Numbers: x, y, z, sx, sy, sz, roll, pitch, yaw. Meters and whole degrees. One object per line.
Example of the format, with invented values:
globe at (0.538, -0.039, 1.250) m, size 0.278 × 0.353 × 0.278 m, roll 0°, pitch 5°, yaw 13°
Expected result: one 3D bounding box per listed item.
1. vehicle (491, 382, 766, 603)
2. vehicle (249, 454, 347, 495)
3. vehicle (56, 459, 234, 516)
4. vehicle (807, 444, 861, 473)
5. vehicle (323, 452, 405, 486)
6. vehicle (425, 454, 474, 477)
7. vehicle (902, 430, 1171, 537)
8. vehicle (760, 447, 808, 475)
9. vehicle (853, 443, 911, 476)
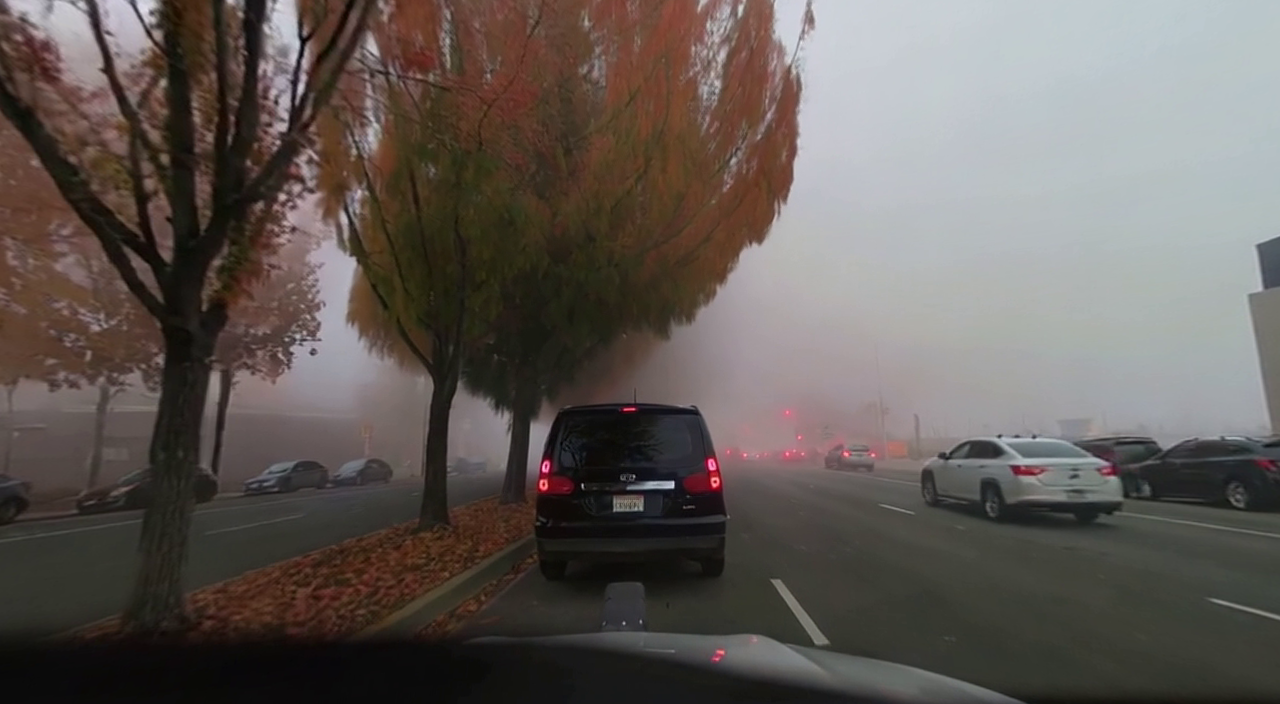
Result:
vehicle at (0.011, 1.535, 7.808) m, size 2.344 × 1.863 × 4.665 m, roll 0°, pitch -8°, yaw 3°
vehicle at (-14.884, 5.325, 27.734) m, size 1.947 × 1.558 × 4.065 m, roll 0°, pitch -8°, yaw 1°
vehicle at (-15.119, 4.117, 19.672) m, size 1.877 × 1.445 × 4.436 m, roll 0°, pitch -8°, yaw 2°
vehicle at (12.201, 6.711, 39.935) m, size 2.040 × 1.738 × 4.414 m, roll 0°, pitch -8°, yaw 1°
vehicle at (-14.435, 6.122, 33.357) m, size 1.921 × 1.621 × 4.930 m, roll 0°, pitch -8°, yaw 2°
vehicle at (-13.758, 8.225, 45.901) m, size 1.995 × 1.466 × 4.580 m, roll 0°, pitch -8°, yaw 2°
vehicle at (6.788, 2.273, 11.663) m, size 1.928 × 1.529 × 4.917 m, roll 0°, pitch -8°, yaw 2°
vehicle at (8.292, 6.276, 36.639) m, size 1.886 × 1.464 × 4.290 m, roll 0°, pitch -8°, yaw 1°
vehicle at (15.291, 6.788, 40.132) m, size 1.993 × 1.969 × 4.747 m, roll 0°, pitch -9°, yaw 2°
